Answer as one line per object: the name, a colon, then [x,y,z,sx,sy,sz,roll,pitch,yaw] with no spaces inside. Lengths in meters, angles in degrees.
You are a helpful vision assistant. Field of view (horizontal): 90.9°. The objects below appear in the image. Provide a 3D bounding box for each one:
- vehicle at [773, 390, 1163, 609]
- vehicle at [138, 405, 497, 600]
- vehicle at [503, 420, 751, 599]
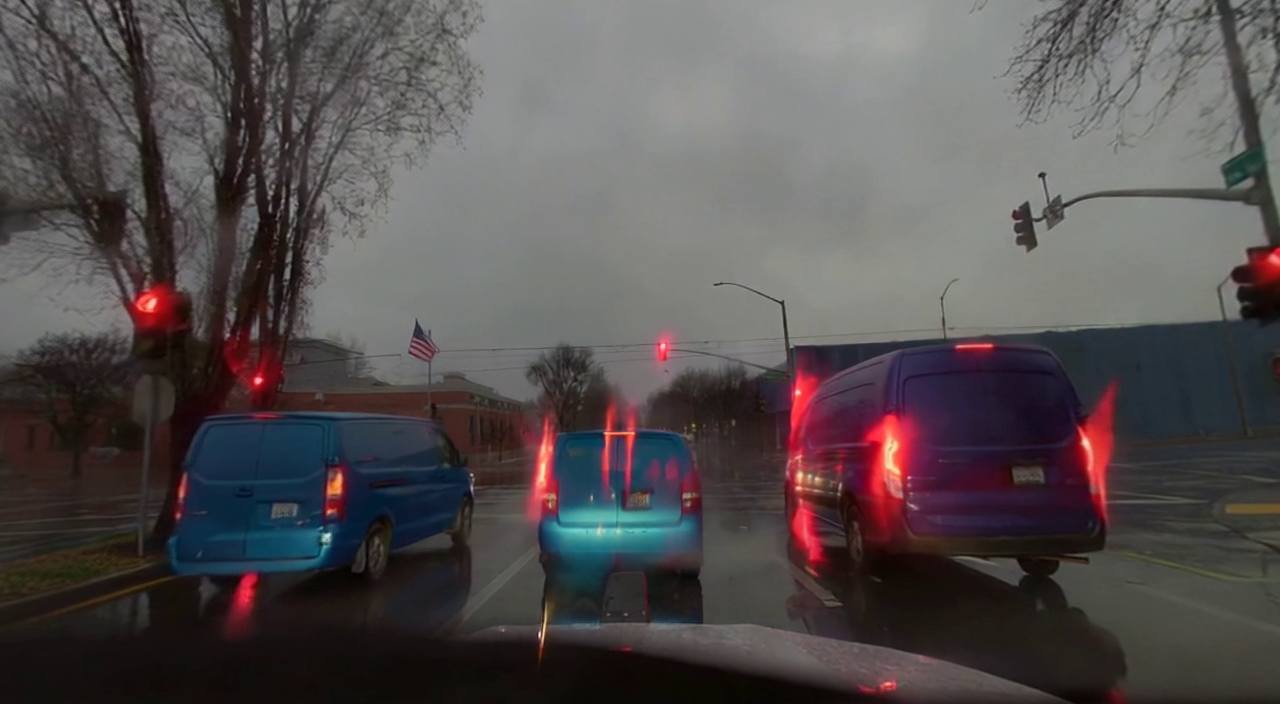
vehicle: [3.095,1.512,7.326,2.178,1.746,4.400,0,-9,1]
vehicle: [-3.291,1.610,7.569,2.024,1.677,3.998,-1,-9,3]
vehicle: [-0.146,1.644,7.470,2.098,1.494,4.118,0,-9,-1]
